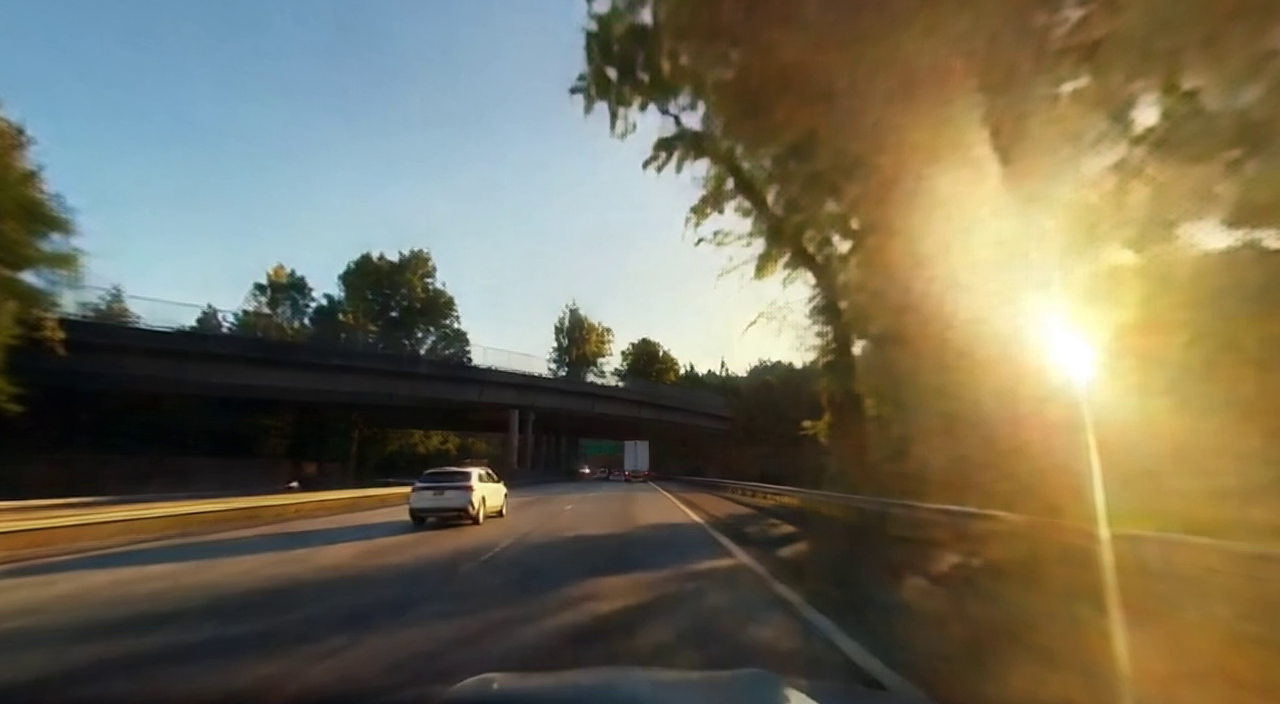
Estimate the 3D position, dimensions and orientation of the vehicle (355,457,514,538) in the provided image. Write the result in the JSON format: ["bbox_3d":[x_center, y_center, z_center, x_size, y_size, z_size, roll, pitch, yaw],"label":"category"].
[{"bbox_3d":[-4.333,3.182,14.262,1.950,1.460,4.812,1,-11,0],"label":"vehicle"}]
